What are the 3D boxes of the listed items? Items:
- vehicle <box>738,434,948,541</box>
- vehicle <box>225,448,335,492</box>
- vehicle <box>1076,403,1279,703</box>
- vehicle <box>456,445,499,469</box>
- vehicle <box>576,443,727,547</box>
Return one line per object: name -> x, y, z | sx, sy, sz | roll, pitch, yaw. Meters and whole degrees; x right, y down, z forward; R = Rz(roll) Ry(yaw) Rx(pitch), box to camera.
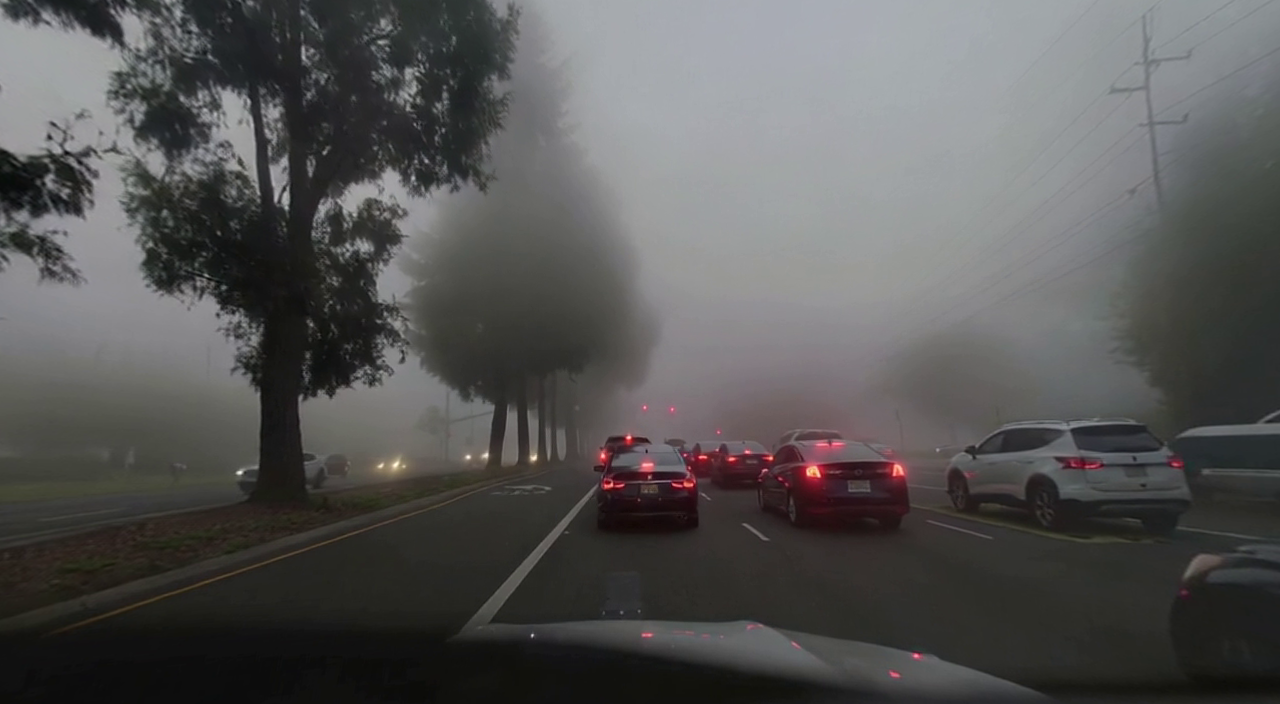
vehicle -> 3.181, 2.243, 11.201 | 1.970, 1.445, 4.974 | 0, -9, -1
vehicle -> -15.624, 5.100, 27.791 | 2.080, 1.738, 4.686 | 0, -9, 0
vehicle -> 3.480, 0.760, 1.241 | 1.959, 1.472, 4.571 | 0, -9, 0
vehicle -> -11.907, 7.698, 46.675 | 1.980, 1.675, 4.581 | 0, -9, 0
vehicle -> 0.088, 2.197, 10.427 | 1.990, 1.347, 4.067 | 0, -9, -2
